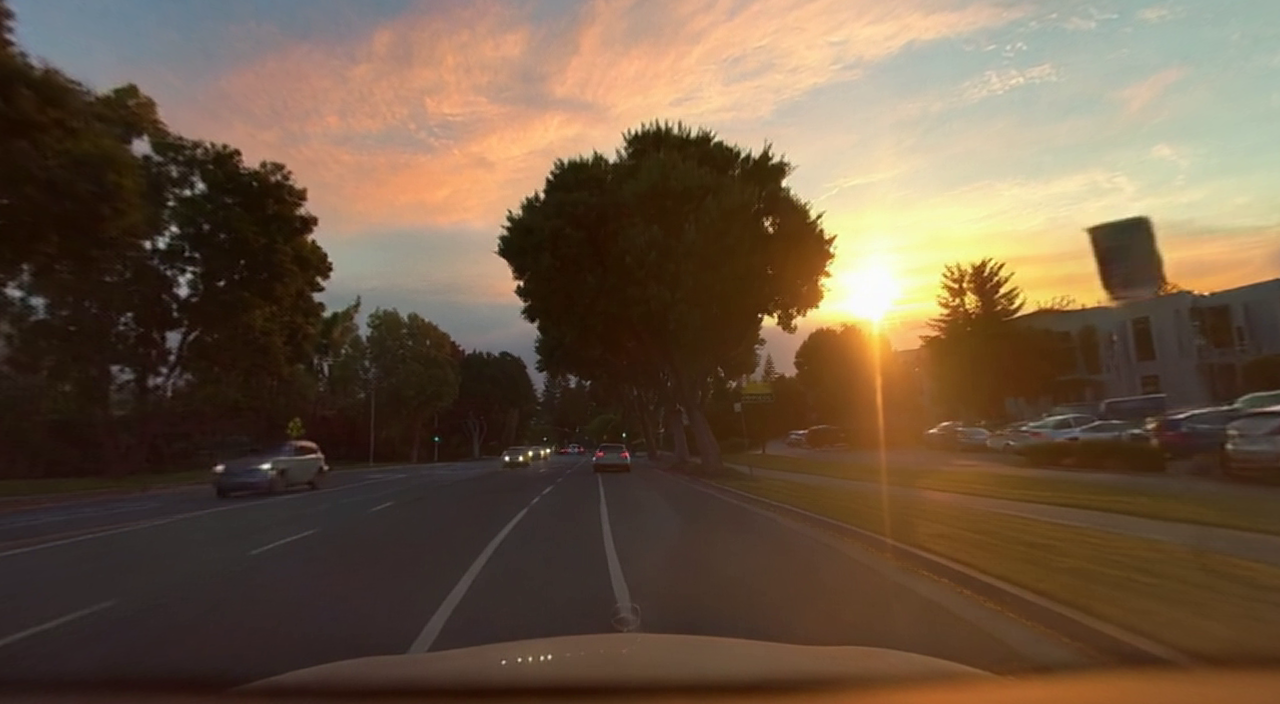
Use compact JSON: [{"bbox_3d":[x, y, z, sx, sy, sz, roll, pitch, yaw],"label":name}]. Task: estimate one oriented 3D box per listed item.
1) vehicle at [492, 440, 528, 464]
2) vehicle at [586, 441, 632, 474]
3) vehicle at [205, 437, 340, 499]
[{"bbox_3d":[-9.980,7.715,48.917,2.049,1.723,4.310,0,-8,-3],"label":"vehicle"},{"bbox_3d":[-1.500,5.083,30.673,2.111,1.466,4.223,0,-8,-3],"label":"vehicle"},{"bbox_3d":[-11.810,3.706,20.721,1.969,1.751,4.432,0,-8,-4],"label":"vehicle"}]
